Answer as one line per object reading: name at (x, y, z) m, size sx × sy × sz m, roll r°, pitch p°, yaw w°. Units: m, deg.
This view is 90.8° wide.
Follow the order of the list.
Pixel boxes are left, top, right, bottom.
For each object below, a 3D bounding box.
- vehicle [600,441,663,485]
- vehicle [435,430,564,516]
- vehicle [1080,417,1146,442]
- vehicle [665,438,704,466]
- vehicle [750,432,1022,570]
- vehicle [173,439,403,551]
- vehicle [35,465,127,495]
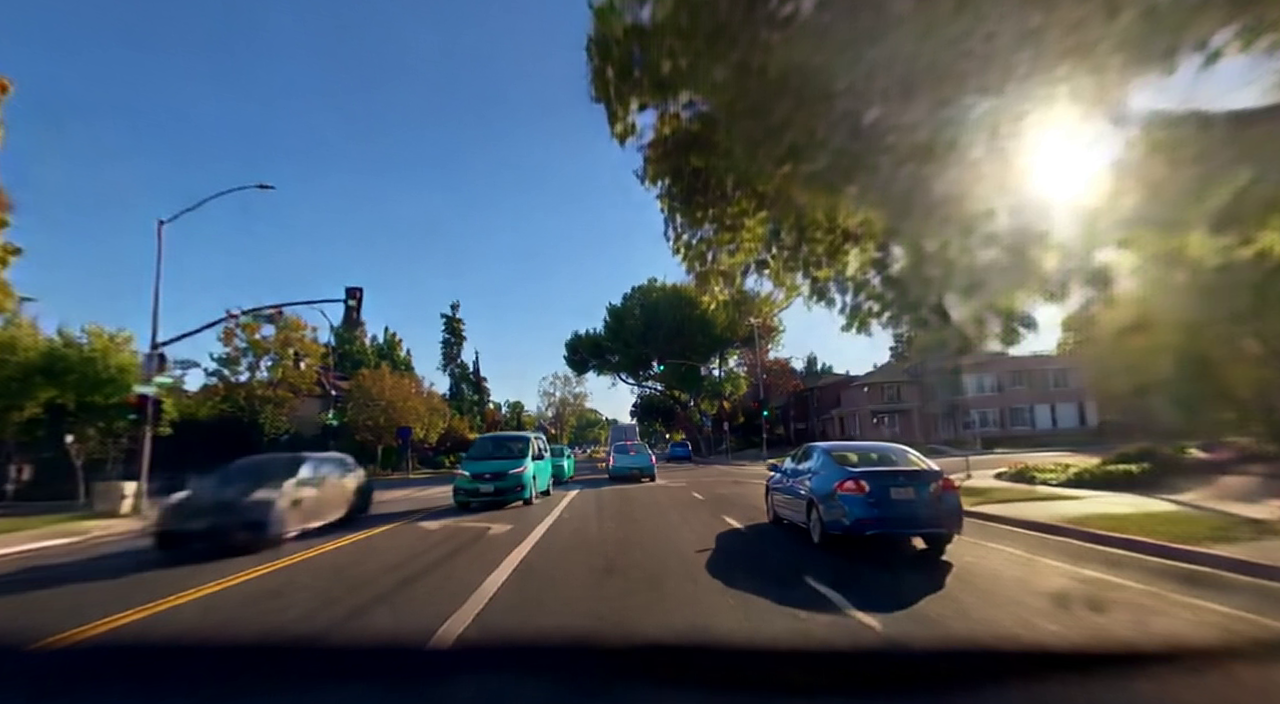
vehicle at (-0.363, 4.058, 23.477) m, size 2.114 × 1.483 × 4.207 m, roll 0°, pitch -8°, yaw -2°
vehicle at (-3.202, 2.881, 15.747) m, size 2.083 × 1.741 × 5.530 m, roll 0°, pitch -8°, yaw -1°
vehicle at (33.493, 5.526, 44.867) m, size 1.891 × 1.644 × 3.671 m, roll -1°, pitch -8°, yaw 1°
vehicle at (3.129, 7.168, 45.404) m, size 2.187 × 1.847 × 4.553 m, roll 0°, pitch -8°, yaw -3°
vehicle at (3.015, 1.916, 8.988) m, size 1.973 × 1.447 × 4.402 m, roll 0°, pitch -8°, yaw -2°
vehicle at (-6.107, 2.475, 11.662) m, size 2.051 × 1.663 × 4.031 m, roll 0°, pitch -8°, yaw -3°
vehicle at (-37.640, 8.590, 42.730) m, size 1.876 × 1.763 × 4.515 m, roll -1°, pitch -9°, yaw 4°
